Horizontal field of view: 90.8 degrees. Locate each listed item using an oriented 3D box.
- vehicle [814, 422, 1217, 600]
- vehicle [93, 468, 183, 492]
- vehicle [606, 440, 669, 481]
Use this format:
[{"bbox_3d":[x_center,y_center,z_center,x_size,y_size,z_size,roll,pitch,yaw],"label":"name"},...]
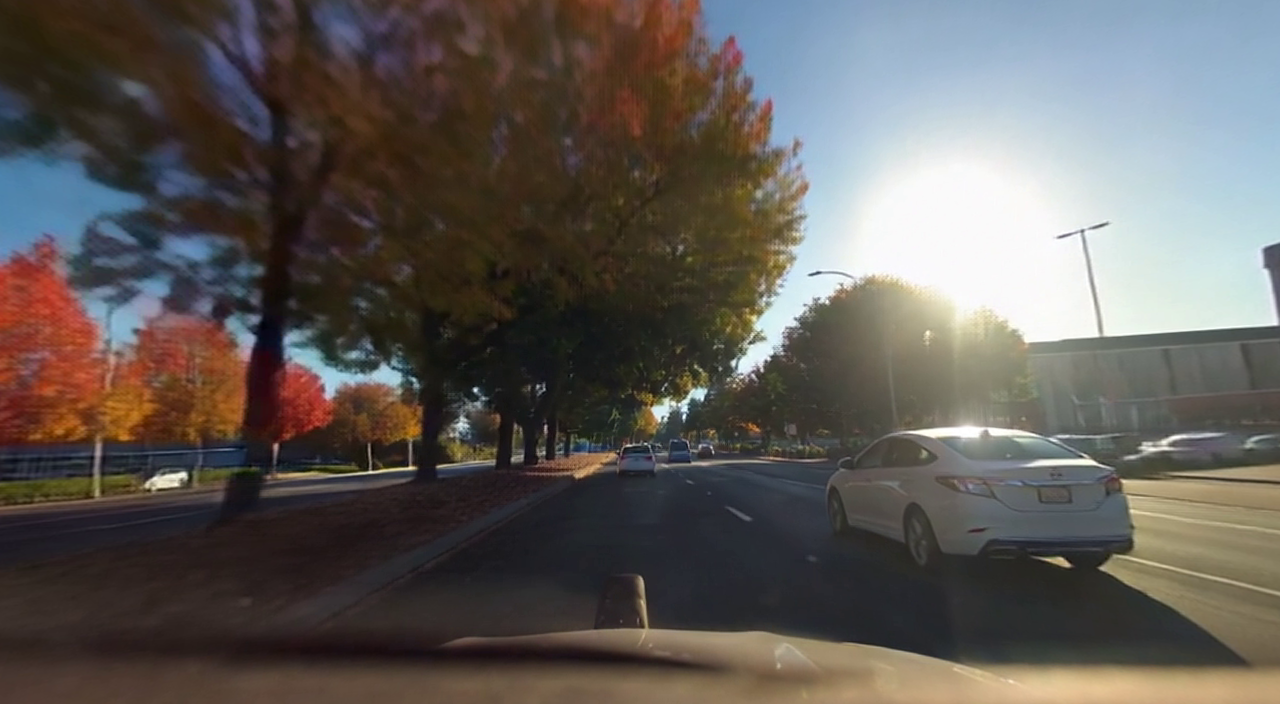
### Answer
[{"bbox_3d":[3.773,1.660,7.543,2.094,1.480,4.323,0,-9,-1],"label":"vehicle"},{"bbox_3d":[-33.775,8.588,42.569,4.571,1.480,2.013,-1,-9,8],"label":"vehicle"},{"bbox_3d":[-0.143,4.281,25.148,2.289,1.471,4.477,0,-9,-2],"label":"vehicle"}]
